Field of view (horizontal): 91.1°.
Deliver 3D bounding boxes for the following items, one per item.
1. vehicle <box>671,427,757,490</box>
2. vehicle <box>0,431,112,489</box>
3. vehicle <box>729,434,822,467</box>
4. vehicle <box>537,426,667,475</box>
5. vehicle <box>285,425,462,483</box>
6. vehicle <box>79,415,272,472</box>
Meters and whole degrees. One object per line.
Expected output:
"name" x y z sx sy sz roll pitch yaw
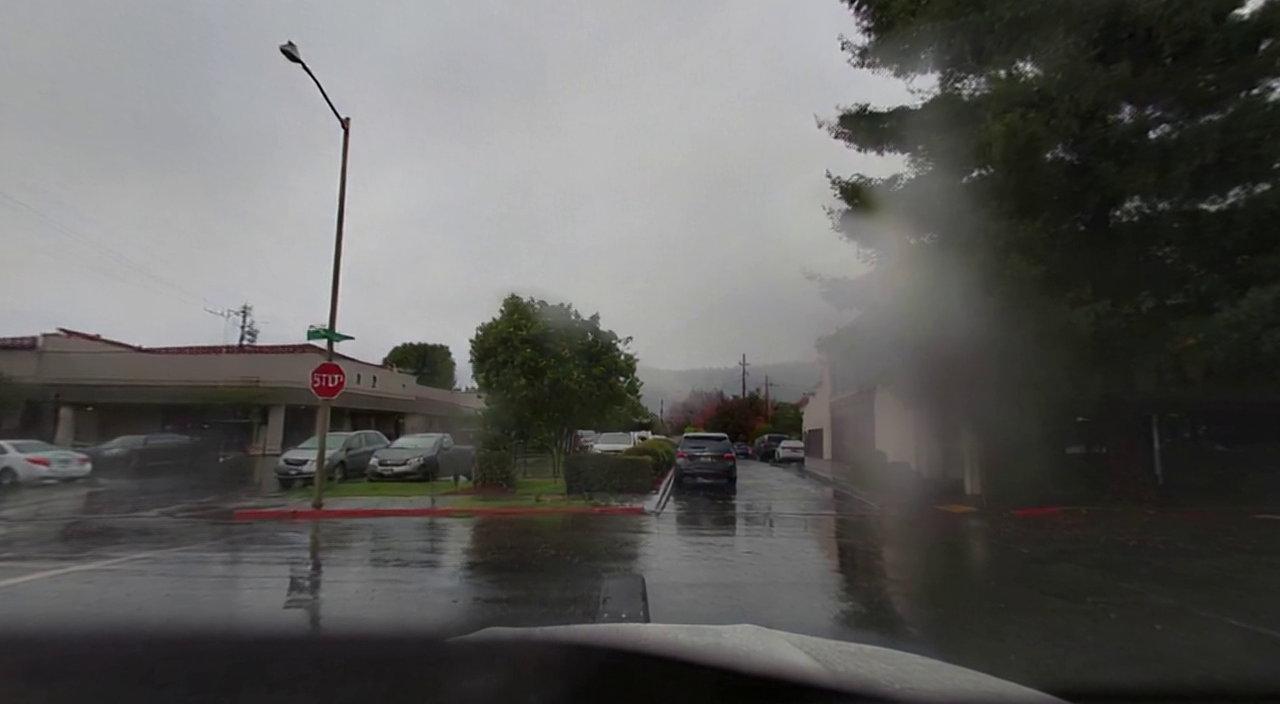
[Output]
"vehicle" 2.458 3.761 22.623 2.305 1.962 5.685 0 -9 -1
"vehicle" -23.047 3.920 22.941 5.418 1.994 2.233 0 -8 0
"vehicle" 8.074 5.874 37.555 5.004 1.797 1.946 -5 -10 31
"vehicle" -1.531 4.343 27.745 2.267 1.920 5.798 -8 -11 41
"vehicle" -8.412 3.263 20.201 4.778 1.753 1.959 0 -9 -1
"vehicle" -27.758 5.488 37.771 9.384 3.230 2.928 -1 -9 4
